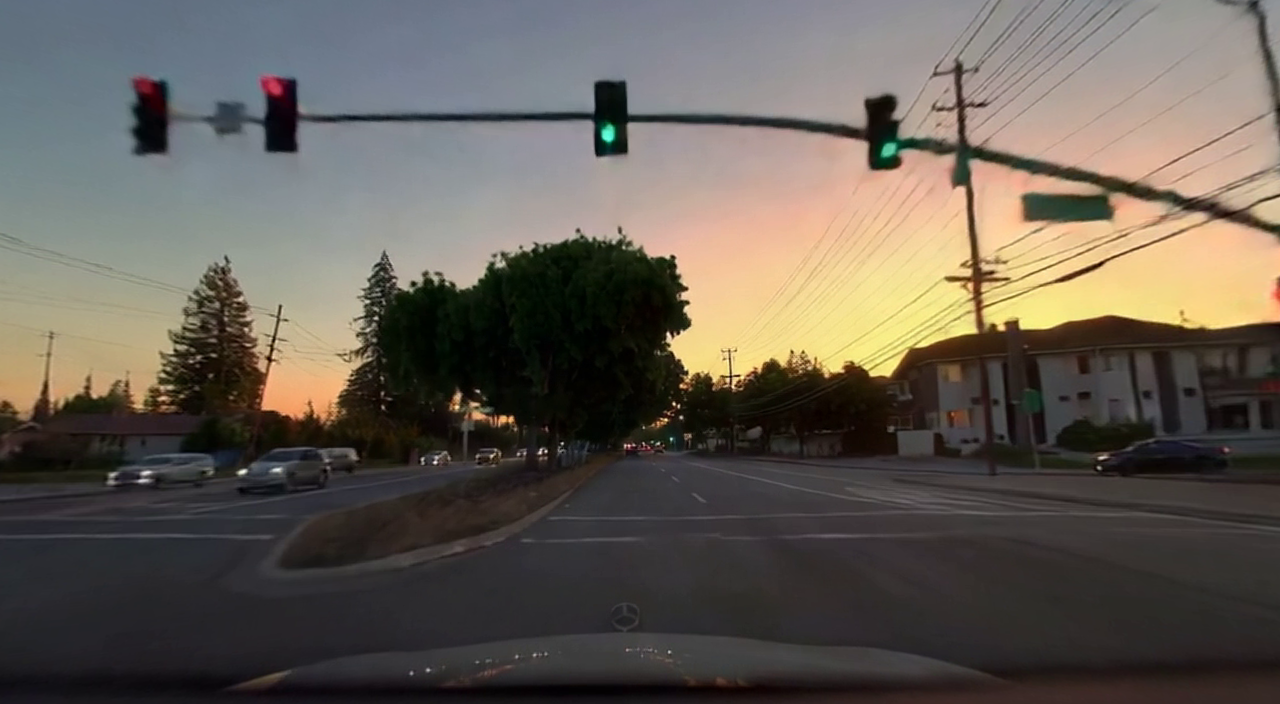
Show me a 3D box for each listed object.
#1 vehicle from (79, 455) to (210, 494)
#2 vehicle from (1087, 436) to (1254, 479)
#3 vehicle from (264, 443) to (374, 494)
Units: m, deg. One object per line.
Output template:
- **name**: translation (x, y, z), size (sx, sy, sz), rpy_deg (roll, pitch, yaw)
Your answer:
- **vehicle**: translation (-21.649, 5.345, 27.900), size (2.002, 1.489, 4.734), rpy_deg (0, -9, -1)
- **vehicle**: translation (19.792, 3.925, 23.757), size (1.842, 1.454, 4.439), rpy_deg (7, -11, -40)
- **vehicle**: translation (-11.848, 4.285, 23.708), size (1.912, 1.509, 4.425), rpy_deg (-4, -7, -1)
